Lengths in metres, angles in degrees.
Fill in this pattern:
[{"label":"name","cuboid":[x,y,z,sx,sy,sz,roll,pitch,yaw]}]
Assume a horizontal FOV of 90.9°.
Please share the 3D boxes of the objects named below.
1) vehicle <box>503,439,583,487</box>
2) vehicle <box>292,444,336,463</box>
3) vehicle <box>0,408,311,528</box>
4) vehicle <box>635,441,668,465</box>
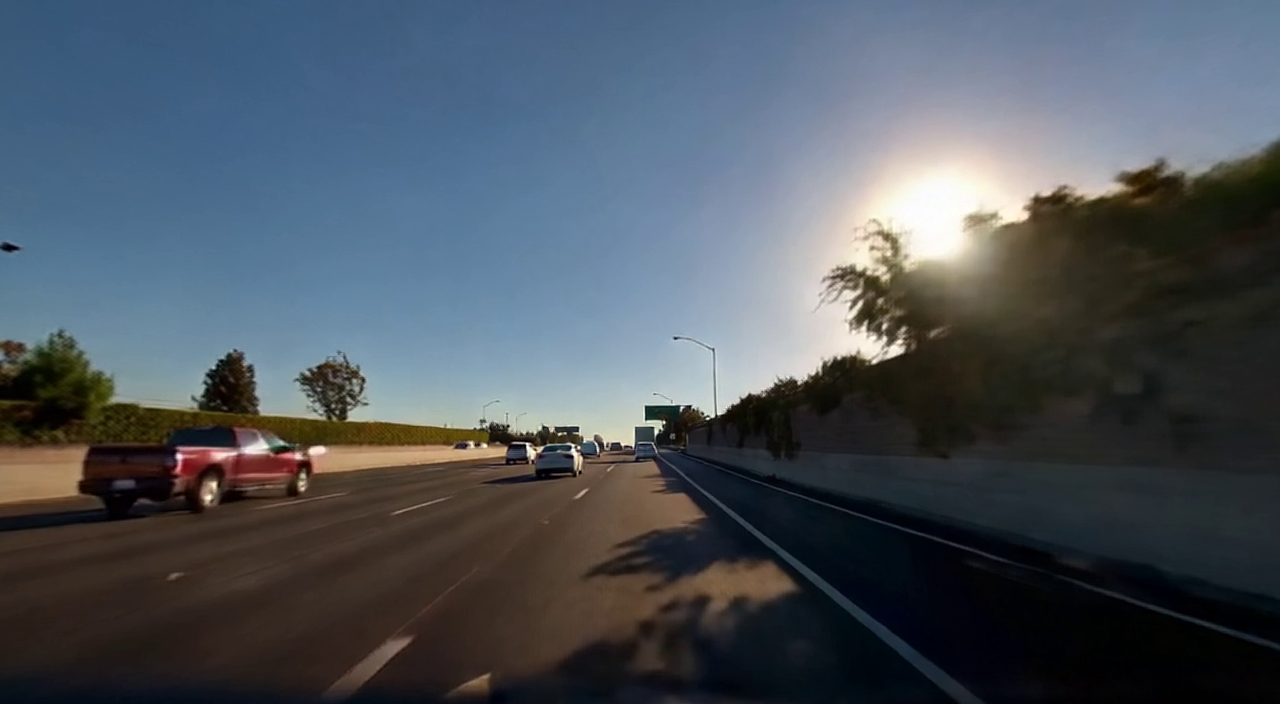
[{"label":"vehicle","cuboid":[-3.197,3.743,21.630,2.056,1.480,4.022,0,-8,1]},{"label":"vehicle","cuboid":[-25.264,7.844,48.963,1.534,1.418,3.461,-1,-8,1]},{"label":"vehicle","cuboid":[-9.915,2.405,13.724,2.339,2.018,5.790,0,-8,0]},{"label":"vehicle","cuboid":[0.726,6.633,41.561,2.073,1.480,4.343,0,-8,0]}]
